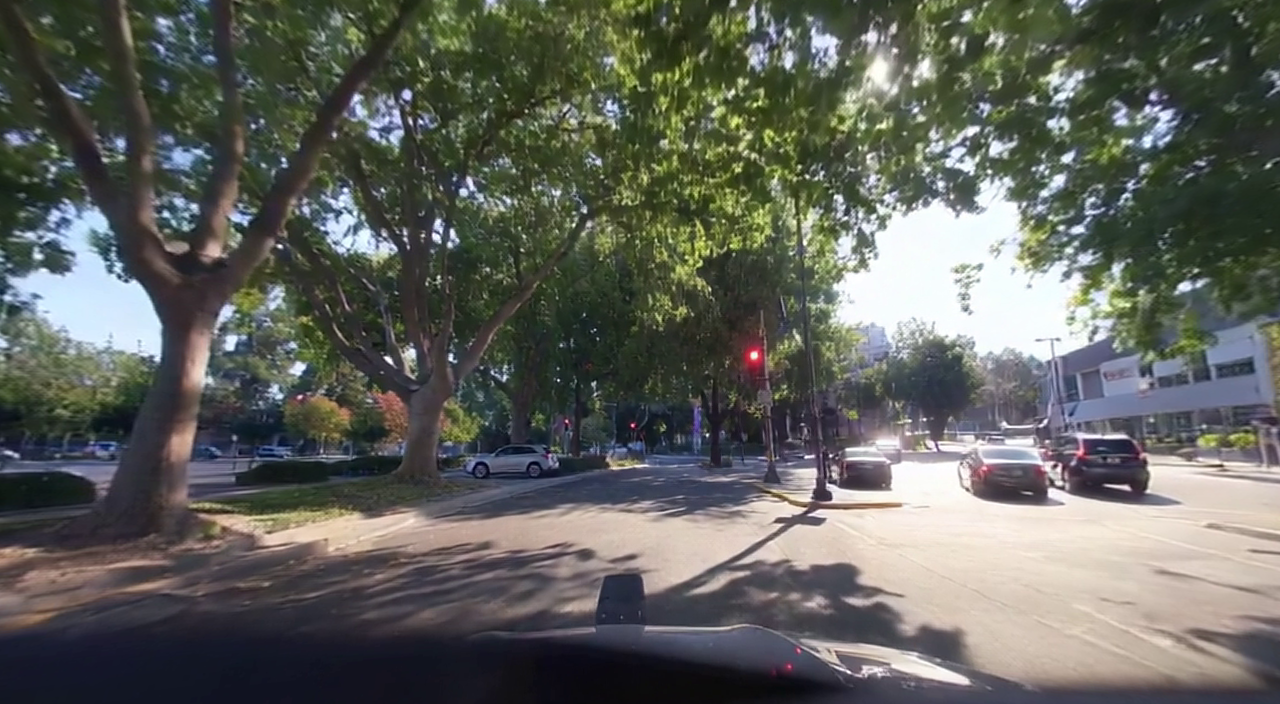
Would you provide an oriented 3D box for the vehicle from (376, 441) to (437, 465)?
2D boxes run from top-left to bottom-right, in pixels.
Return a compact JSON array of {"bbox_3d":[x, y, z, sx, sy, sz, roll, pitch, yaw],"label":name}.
[{"bbox_3d":[-18.235,7.939,49.672,2.082,1.779,4.841,-2,-9,13],"label":"vehicle"}]

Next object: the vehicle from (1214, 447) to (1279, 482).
[{"bbox_3d":[28.576,5.040,28.665,1.933,1.463,4.578,-3,-9,19],"label":"vehicle"}]

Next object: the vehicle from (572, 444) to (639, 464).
[{"bbox_3d":[-2.669,7.982,49.589,4.792,1.468,2.116,-2,-9,16],"label":"vehicle"}]

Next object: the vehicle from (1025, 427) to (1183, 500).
[{"bbox_3d":[14.283,3.465,19.982,2.265,1.919,5.745,-4,-9,18],"label":"vehicle"}]

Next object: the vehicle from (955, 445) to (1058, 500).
[{"bbox_3d":[12.001,3.903,21.048,2.031,1.592,4.470,-3,-9,18],"label":"vehicle"}]

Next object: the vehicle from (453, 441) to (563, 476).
[{"bbox_3d":[-5.772,4.690,27.996,4.376,1.476,1.791,-1,-9,5],"label":"vehicle"}]

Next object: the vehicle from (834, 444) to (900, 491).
[{"bbox_3d":[7.878,3.993,22.270,1.867,1.479,4.452,-2,-9,16],"label":"vehicle"}]

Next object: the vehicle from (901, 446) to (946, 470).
[{"bbox_3d":[17.538,6.570,39.257,1.936,1.391,3.874,-2,-9,15],"label":"vehicle"}]
